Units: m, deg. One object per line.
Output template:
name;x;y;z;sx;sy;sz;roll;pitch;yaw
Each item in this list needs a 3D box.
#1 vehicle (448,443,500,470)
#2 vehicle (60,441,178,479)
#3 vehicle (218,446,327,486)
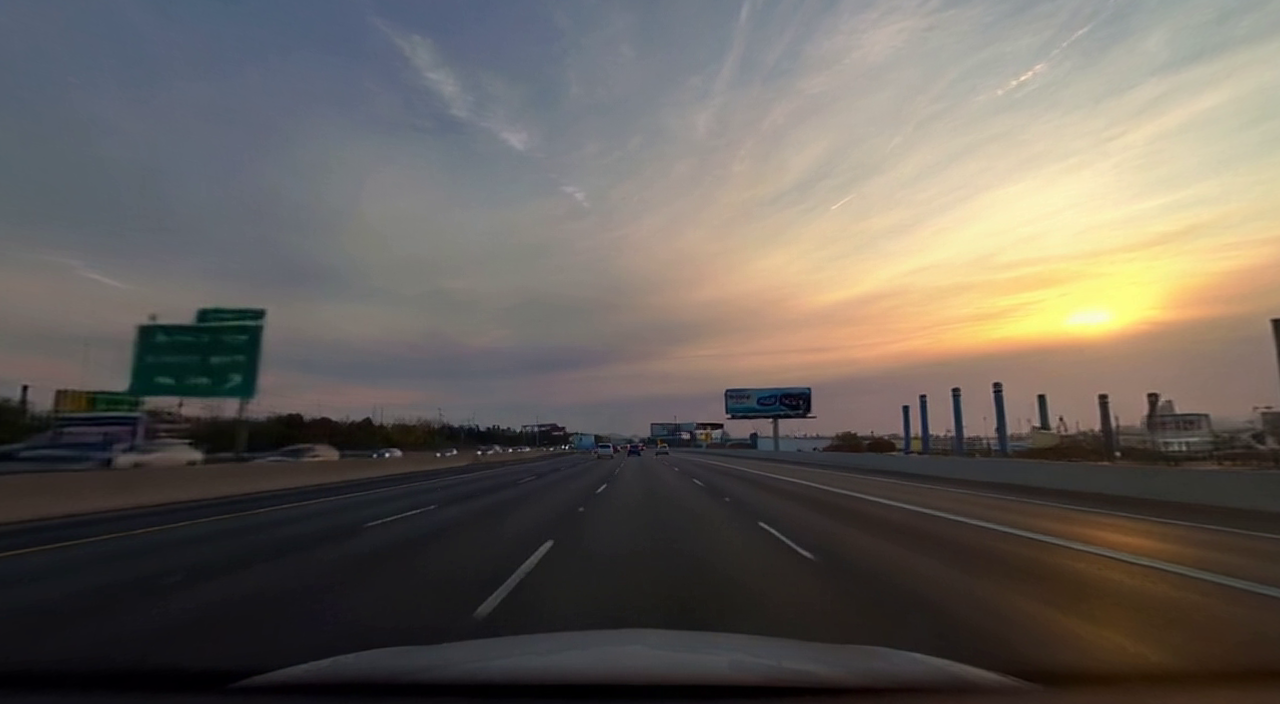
vehicle;-10.199;6.454;38.950;1.974;1.513;4.584;0;-9;0
vehicle;-25.815;5.359;31.338;1.975;1.733;4.491;0;-9;0
vehicle;-15.445;4.782;26.711;1.871;1.511;4.449;0;-9;1
